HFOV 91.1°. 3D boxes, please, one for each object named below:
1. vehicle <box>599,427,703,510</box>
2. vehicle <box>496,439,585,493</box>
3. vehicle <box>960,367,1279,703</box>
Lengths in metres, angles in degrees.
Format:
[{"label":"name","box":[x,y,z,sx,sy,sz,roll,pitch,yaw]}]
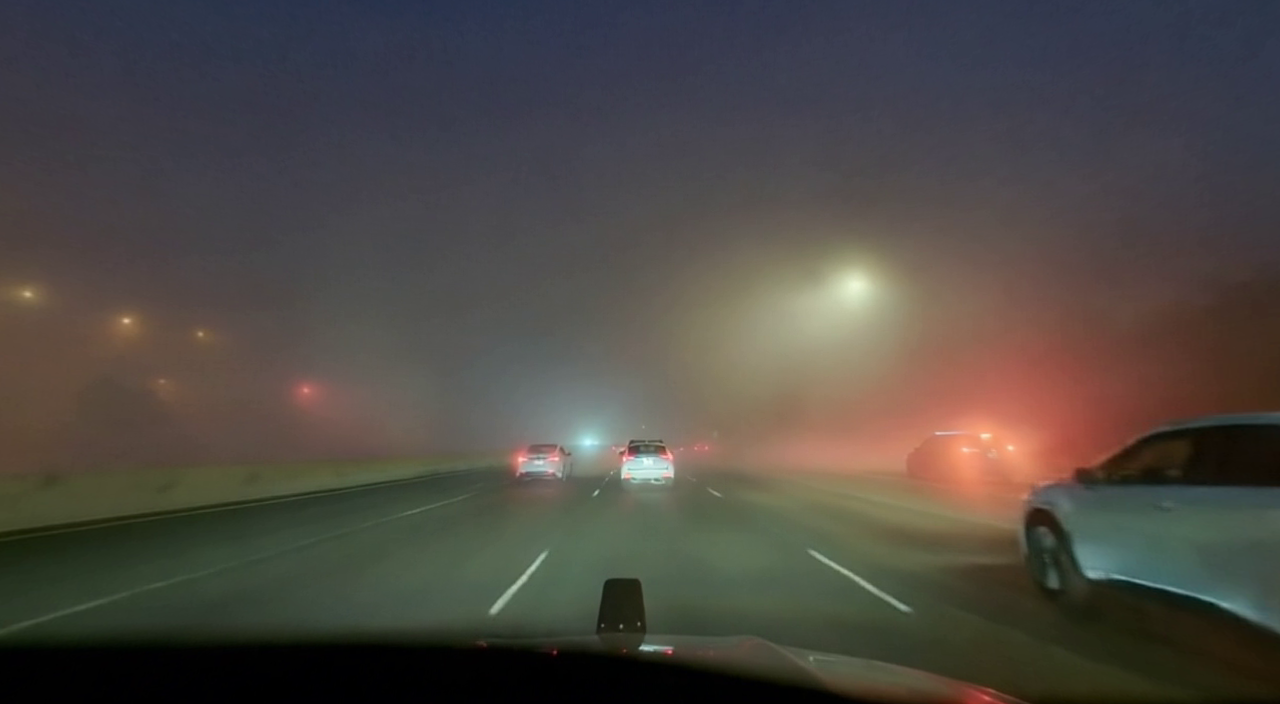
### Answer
[{"label":"vehicle","box":[0.206,2.659,14.739,2.099,1.640,4.134,0,-9,0]},{"label":"vehicle","box":[-3.019,3.577,20.153,2.011,1.510,4.698,0,-9,1]},{"label":"vehicle","box":[4.075,0.991,3.599,2.210,1.625,4.249,0,-9,0]}]
